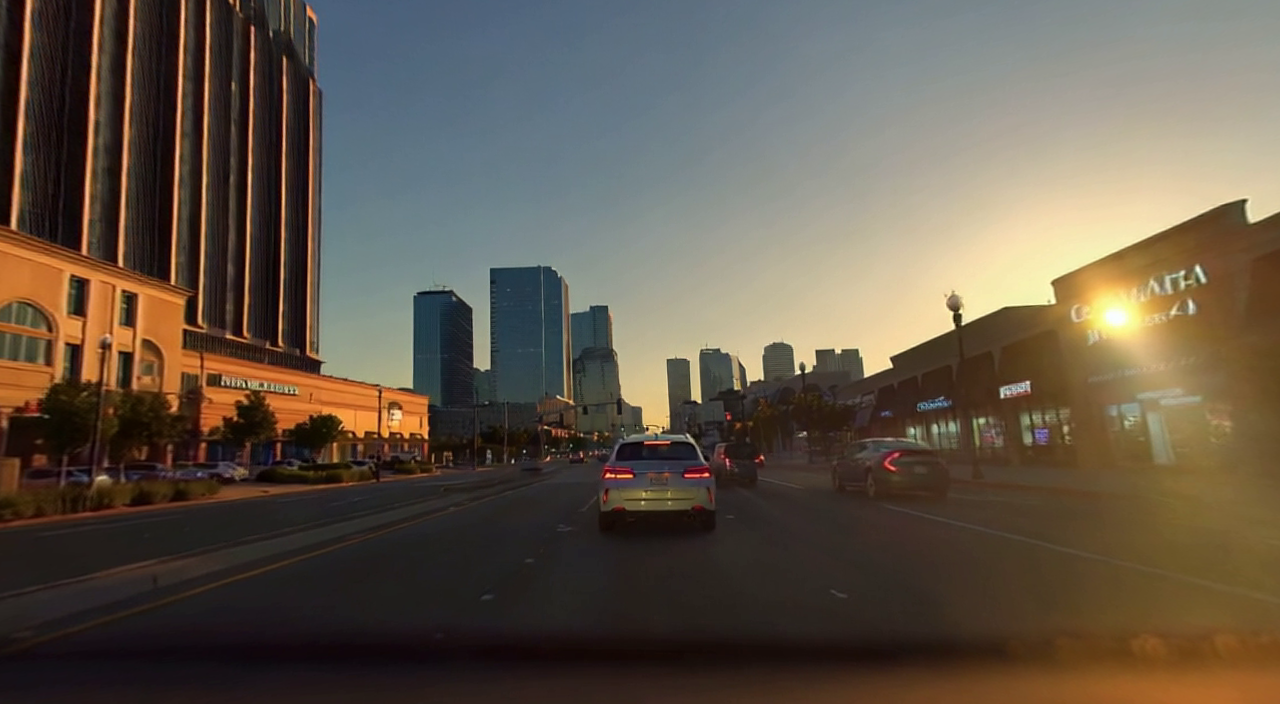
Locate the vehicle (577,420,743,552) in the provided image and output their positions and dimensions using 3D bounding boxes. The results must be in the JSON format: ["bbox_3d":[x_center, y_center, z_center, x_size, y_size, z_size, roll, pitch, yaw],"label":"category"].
[{"bbox_3d":[0.235,2.010,10.104,2.125,1.669,3.880,0,-8,-1],"label":"vehicle"}]

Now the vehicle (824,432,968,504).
[{"bbox_3d":[6.437,2.951,16.474,2.086,1.627,4.294,-1,-8,2],"label":"vehicle"}]

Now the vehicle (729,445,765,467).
[{"bbox_3d":[7.630,7.438,45.323,1.900,1.507,4.151,0,-8,0],"label":"vehicle"}]

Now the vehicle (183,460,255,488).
[{"bbox_3d":[-27.871,8.067,41.848,1.861,1.578,4.152,0,-8,1],"label":"vehicle"}]

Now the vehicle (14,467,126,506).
[{"bbox_3d":[-28.685,6.757,31.910,2.018,1.716,4.042,-1,-10,-5],"label":"vehicle"}]

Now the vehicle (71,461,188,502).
[{"bbox_3d":[-25.874,6.524,32.213,2.026,1.808,4.835,0,-9,-2],"label":"vehicle"}]
